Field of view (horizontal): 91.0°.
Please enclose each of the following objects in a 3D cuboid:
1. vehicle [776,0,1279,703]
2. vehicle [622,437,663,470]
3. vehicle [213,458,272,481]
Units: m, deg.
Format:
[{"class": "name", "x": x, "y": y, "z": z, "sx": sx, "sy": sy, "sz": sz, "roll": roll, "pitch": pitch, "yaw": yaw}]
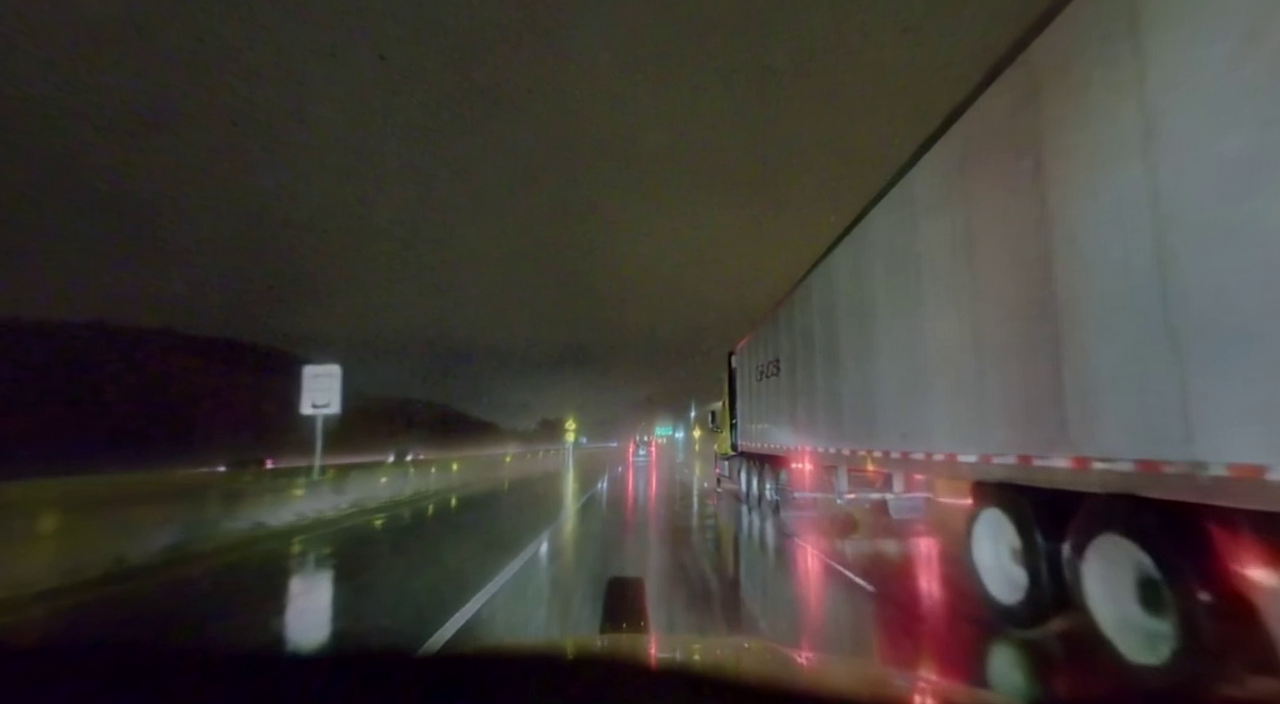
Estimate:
[{"class": "vehicle", "x": 4.150, "y": 0.239, "z": 6.725, "sx": 3.014, "sy": 4.068, "sz": 10.359, "roll": 0, "pitch": -8, "yaw": 0}, {"class": "vehicle", "x": 0.140, "y": 5.447, "z": 34.059, "sx": 2.050, "sy": 1.654, "sz": 4.192, "roll": 0, "pitch": -8, "yaw": 0}, {"class": "vehicle", "x": -29.172, "y": 8.601, "z": 46.340, "sx": 1.781, "sy": 1.489, "sz": 3.914, "roll": 0, "pitch": -8, "yaw": 1}]
